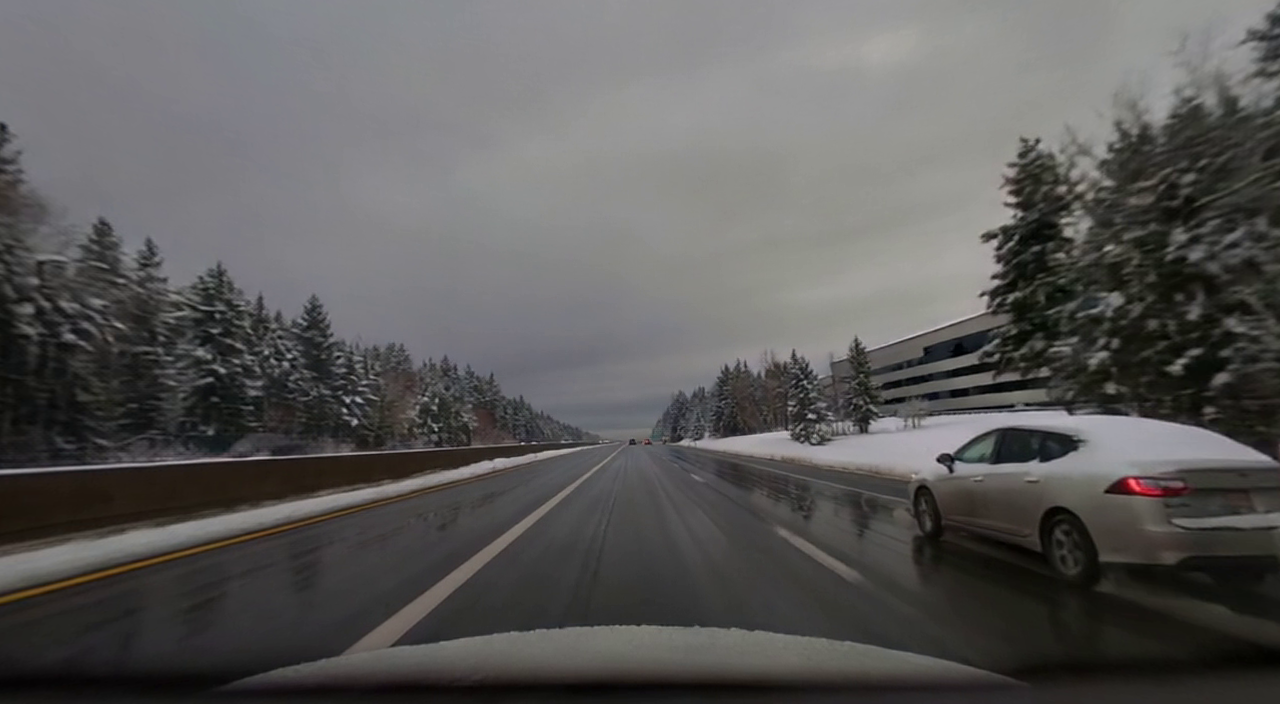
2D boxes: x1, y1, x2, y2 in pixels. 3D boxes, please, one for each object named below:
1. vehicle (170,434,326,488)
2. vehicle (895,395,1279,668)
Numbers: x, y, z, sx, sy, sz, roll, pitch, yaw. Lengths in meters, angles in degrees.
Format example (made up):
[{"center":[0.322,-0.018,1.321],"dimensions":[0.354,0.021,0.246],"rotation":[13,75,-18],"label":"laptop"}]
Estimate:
[{"center":[-12.195,3.390,20.039],"dimensions":[2.052,1.506,4.537],"rotation":[0,-8,0],"label":"vehicle"},{"center":[4.511,1.366,6.082],"dimensions":[2.095,1.587,4.638],"rotation":[0,-8,-1],"label":"vehicle"}]
